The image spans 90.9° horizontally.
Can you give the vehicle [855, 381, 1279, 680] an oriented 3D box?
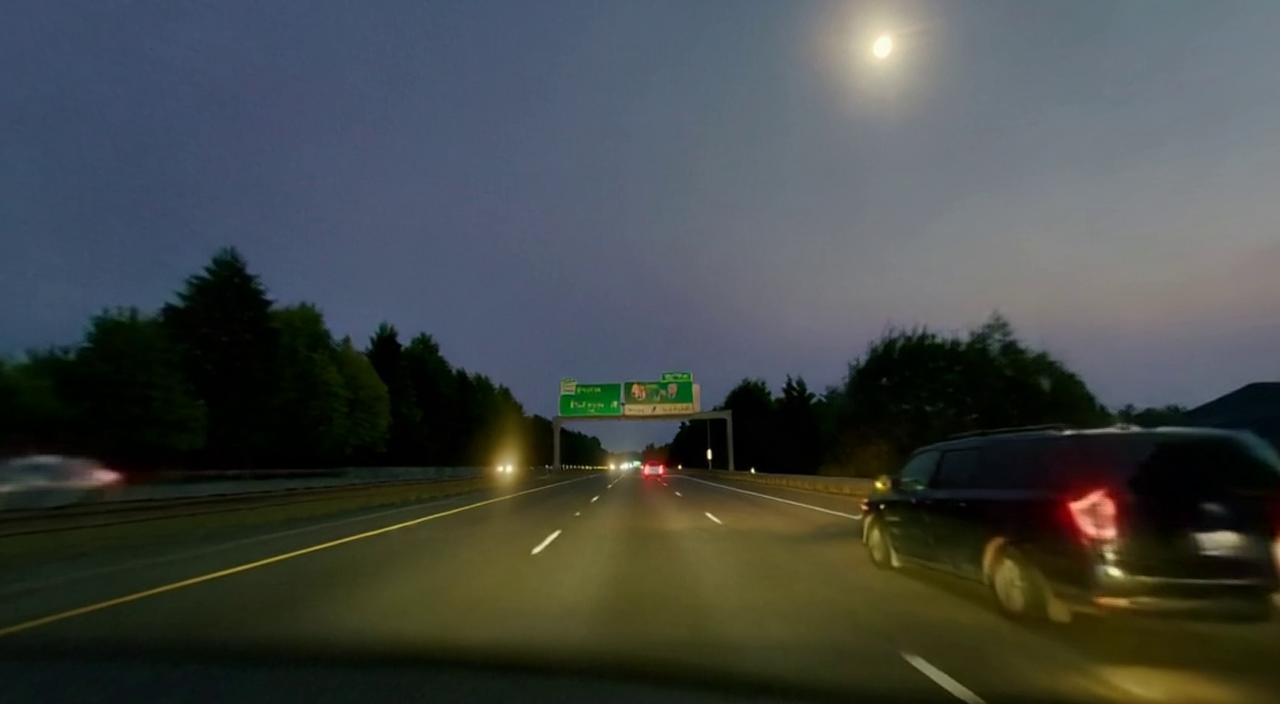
[{"bbox_3d":[4.405,1.624,6.727,2.254,1.832,5.514,1,-11,0],"label":"vehicle"}]
